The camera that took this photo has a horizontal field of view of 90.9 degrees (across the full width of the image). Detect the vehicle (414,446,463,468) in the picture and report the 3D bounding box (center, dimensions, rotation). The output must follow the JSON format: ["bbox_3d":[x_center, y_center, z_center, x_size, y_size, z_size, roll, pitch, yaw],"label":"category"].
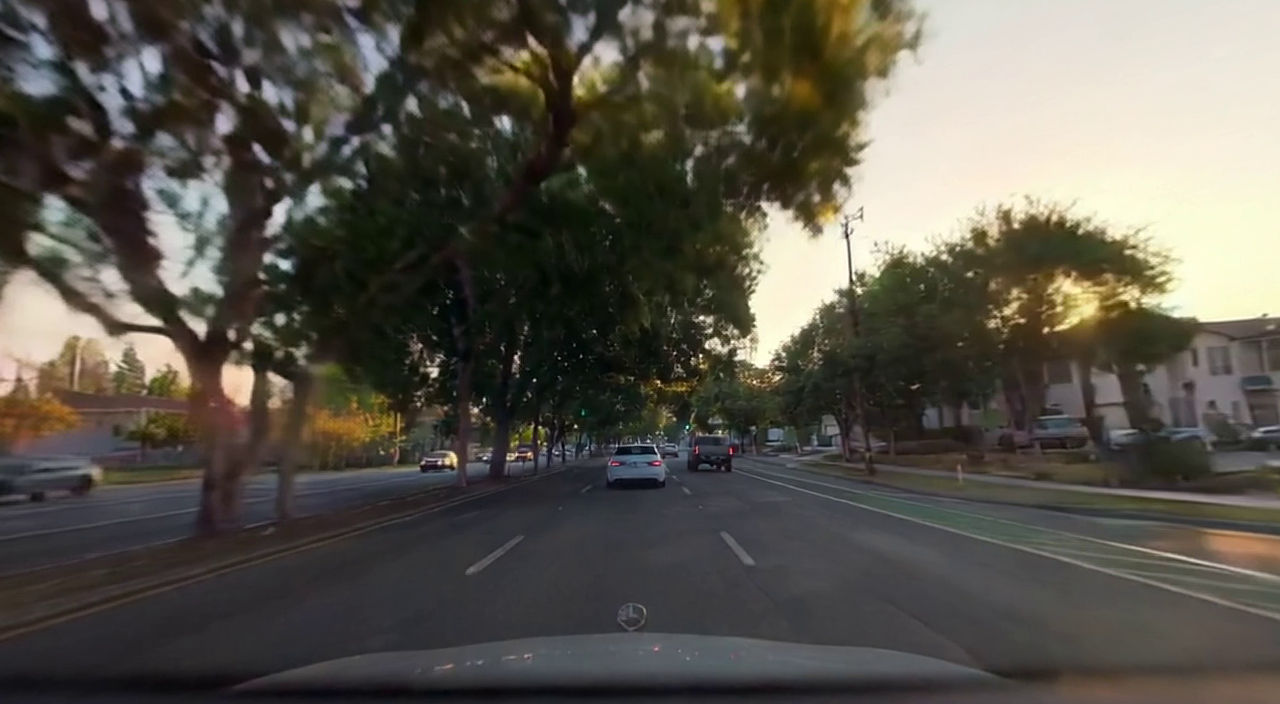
[{"bbox_3d":[-14.337,7.458,45.060,1.926,1.480,4.337,0,-8,1],"label":"vehicle"}]

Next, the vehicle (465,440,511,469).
[{"bbox_3d":[-9.888,6.694,41.402,2.090,1.785,4.692,0,-8,-3],"label":"vehicle"}]

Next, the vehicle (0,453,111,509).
[{"bbox_3d":[-18.055,3.634,17.946,1.920,1.426,4.519,0,-8,2],"label":"vehicle"}]

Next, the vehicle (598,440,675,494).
[{"bbox_3d":[-0.072,3.507,19.652,2.140,1.474,4.026,0,-8,1],"label":"vehicle"}]

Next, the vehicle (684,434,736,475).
[{"bbox_3d":[3.344,5.023,31.091,2.073,1.822,4.276,0,-8,0],"label":"vehicle"}]

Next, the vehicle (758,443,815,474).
[{"bbox_3d":[7.799,5.687,33.905,1.980,1.497,4.345,0,-8,0],"label":"vehicle"}]
